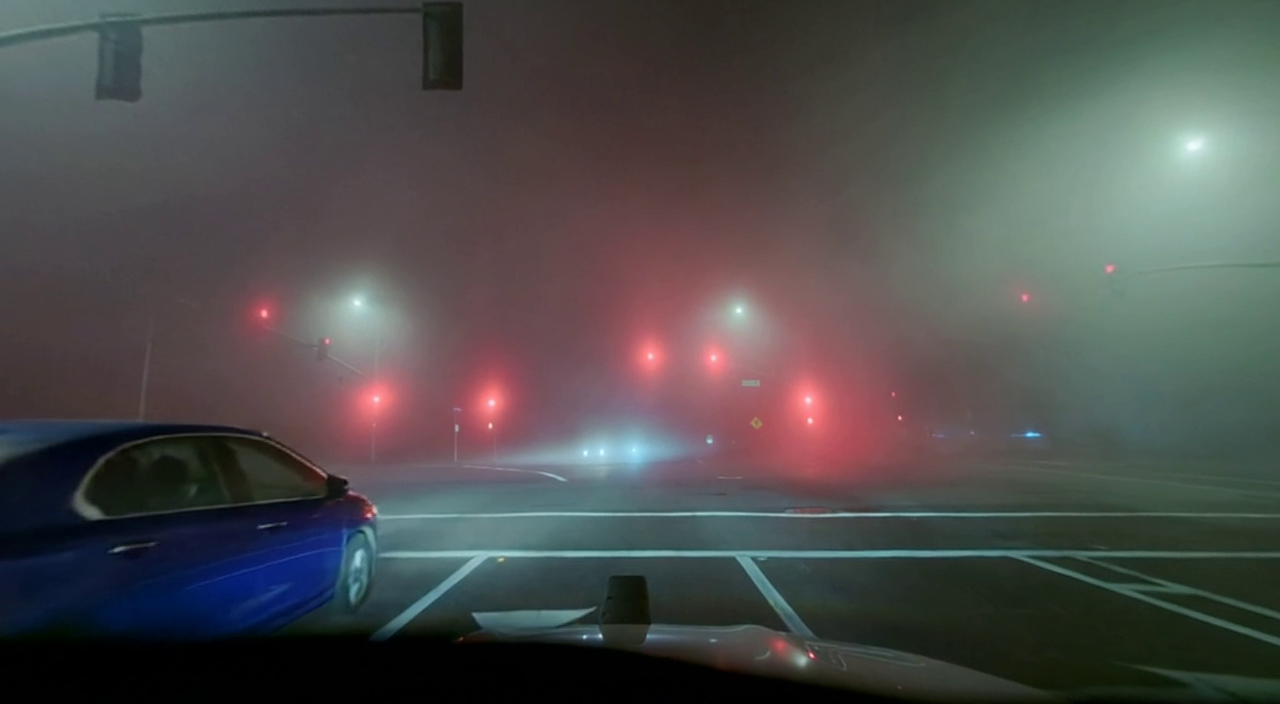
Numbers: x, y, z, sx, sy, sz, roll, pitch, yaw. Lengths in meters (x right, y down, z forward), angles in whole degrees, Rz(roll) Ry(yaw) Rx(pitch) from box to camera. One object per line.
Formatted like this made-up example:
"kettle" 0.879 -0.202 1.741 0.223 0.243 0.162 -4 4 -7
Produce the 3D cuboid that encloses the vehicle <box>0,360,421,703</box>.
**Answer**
"vehicle" -3.037 1.040 3.478 2.055 1.573 4.065 -1 -9 2

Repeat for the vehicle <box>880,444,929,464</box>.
"vehicle" 20.686 7.984 49.464 1.815 1.515 4.552 0 -9 0

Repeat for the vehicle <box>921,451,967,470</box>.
"vehicle" 23.203 8.297 48.198 1.633 1.324 3.449 0 -8 -3

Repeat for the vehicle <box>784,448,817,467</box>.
"vehicle" 12.660 8.307 49.854 1.647 1.386 3.725 -1 -8 1

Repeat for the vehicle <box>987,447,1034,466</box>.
"vehicle" 28.576 8.050 48.704 1.662 1.440 3.583 -1 -8 4

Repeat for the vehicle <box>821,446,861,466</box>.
"vehicle" 15.699 8.143 49.401 1.714 1.458 4.206 0 -8 0

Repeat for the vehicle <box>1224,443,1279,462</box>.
"vehicle" 47.008 7.616 48.048 1.574 1.369 3.611 -1 -8 5
